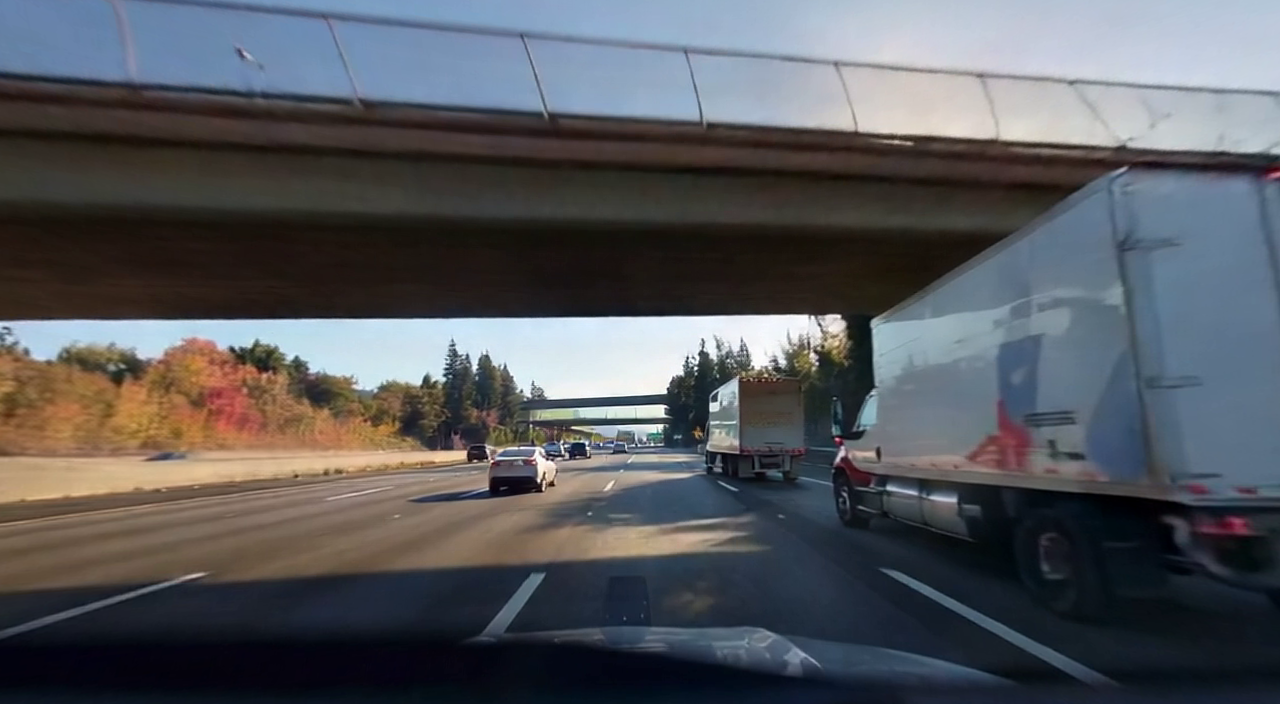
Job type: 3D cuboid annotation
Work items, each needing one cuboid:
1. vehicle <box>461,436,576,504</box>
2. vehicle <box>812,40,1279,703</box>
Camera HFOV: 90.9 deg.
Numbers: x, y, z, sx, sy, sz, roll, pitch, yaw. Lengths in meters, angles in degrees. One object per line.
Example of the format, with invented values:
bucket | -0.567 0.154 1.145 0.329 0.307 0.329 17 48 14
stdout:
vehicle | -2.890 2.904 16.027 1.981 1.473 4.317 0 -8 1
vehicle | 4.011 0.679 5.762 2.732 3.052 7.118 0 -8 -1
